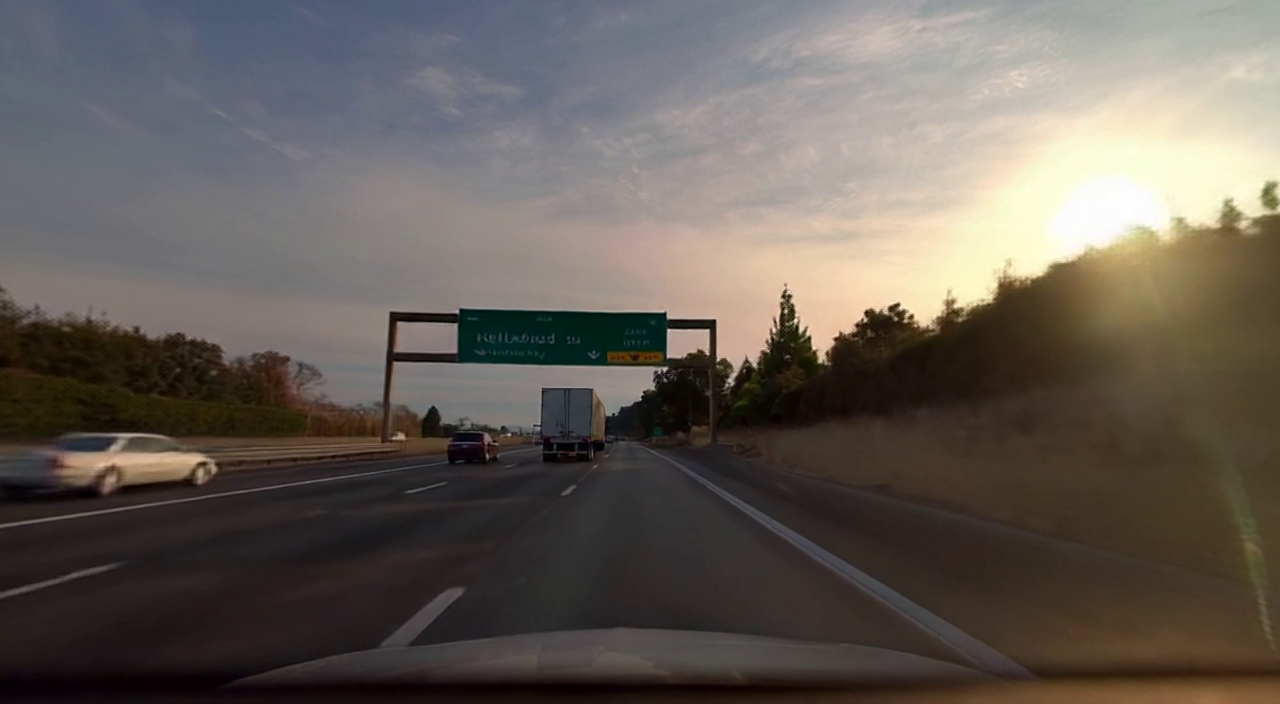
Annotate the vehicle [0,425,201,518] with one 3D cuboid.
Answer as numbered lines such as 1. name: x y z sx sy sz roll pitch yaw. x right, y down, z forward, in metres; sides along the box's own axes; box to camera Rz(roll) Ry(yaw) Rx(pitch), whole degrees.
1. vehicle: -11.186 2.201 12.237 1.959 1.460 4.661 0 -8 -1

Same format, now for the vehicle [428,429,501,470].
1. vehicle: -7.839 4.368 28.552 2.075 1.691 4.431 0 -8 0

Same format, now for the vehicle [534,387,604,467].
1. vehicle: -3.943 4.662 37.953 3.002 3.987 12.477 -1 -8 -1
